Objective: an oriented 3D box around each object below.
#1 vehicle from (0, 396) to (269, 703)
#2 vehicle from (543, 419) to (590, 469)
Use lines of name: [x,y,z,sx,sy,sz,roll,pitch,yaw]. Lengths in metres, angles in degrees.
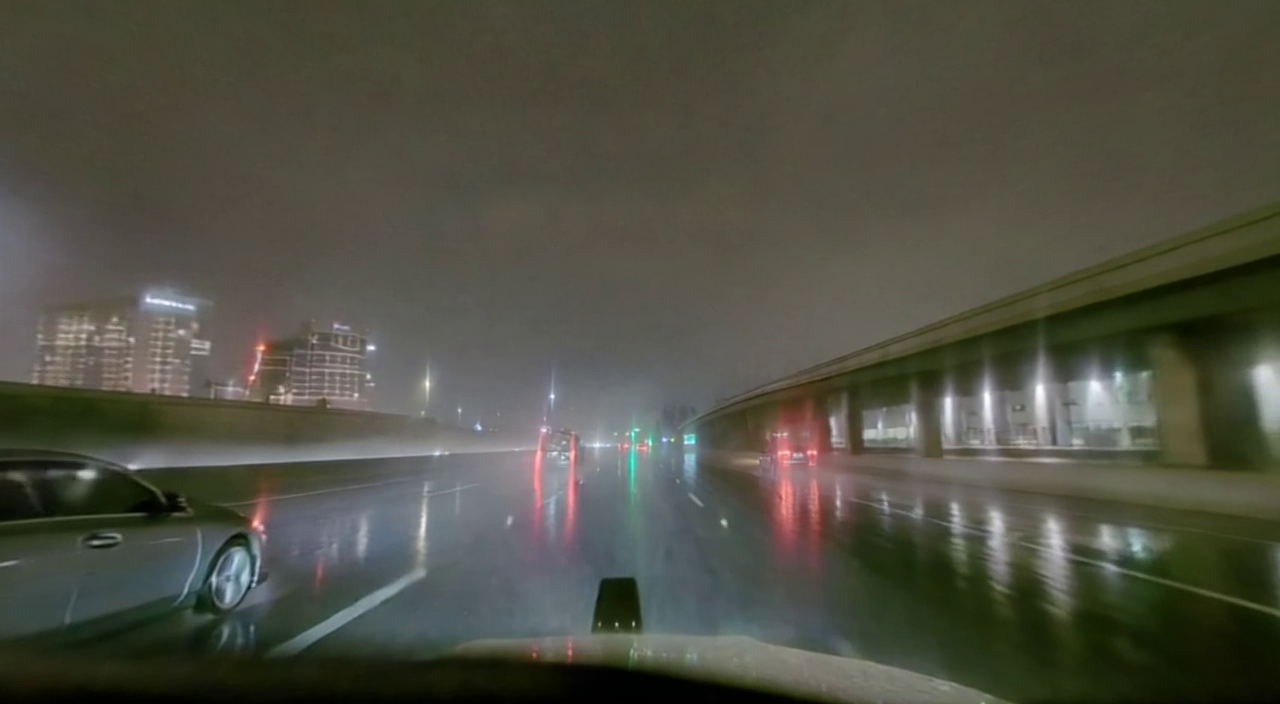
vehicle: [-4.034,0.964,2.770,2.025,1.556,4.594,0,-8,0]
vehicle: [-4.635,6.008,41.091,2.364,2.953,6.732,0,-8,-1]
